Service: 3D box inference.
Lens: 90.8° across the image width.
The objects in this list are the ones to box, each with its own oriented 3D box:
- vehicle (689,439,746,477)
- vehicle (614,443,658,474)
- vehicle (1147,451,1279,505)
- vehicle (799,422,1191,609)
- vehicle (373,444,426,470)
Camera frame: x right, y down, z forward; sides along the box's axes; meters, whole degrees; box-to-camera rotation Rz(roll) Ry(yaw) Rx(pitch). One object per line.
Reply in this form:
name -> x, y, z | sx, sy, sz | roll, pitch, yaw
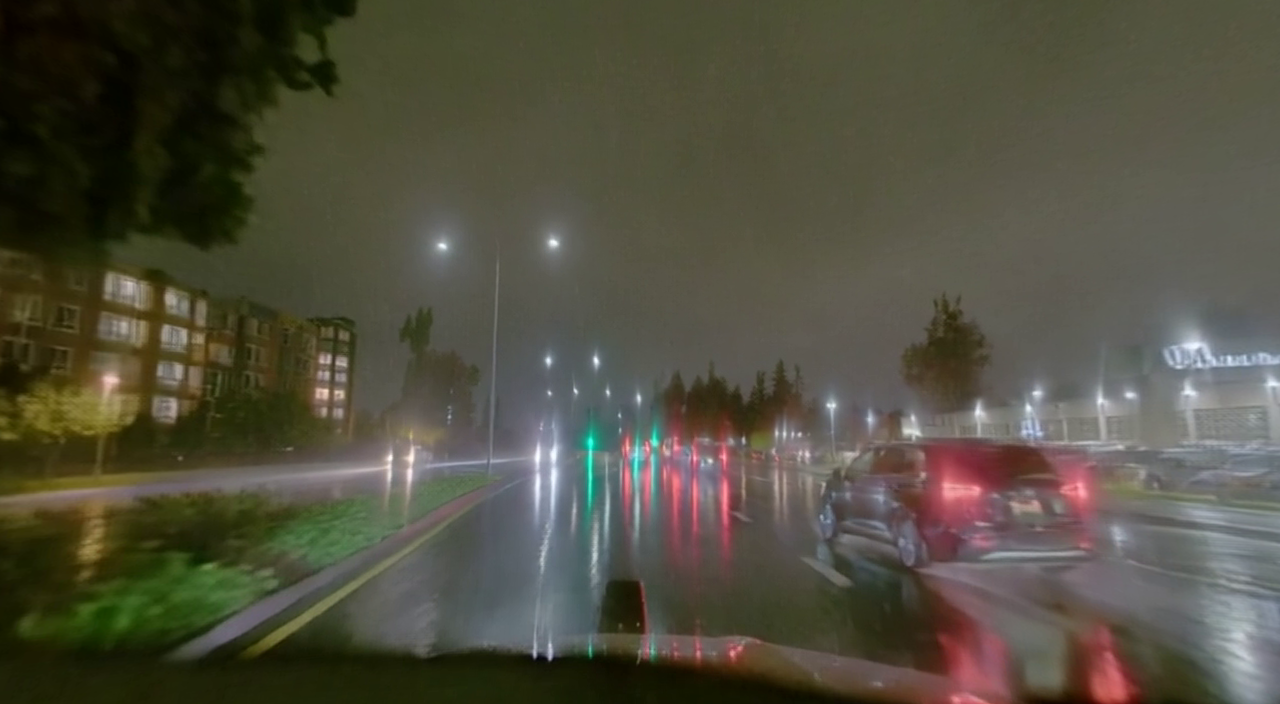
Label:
vehicle -> 3.511, 4.944, 29.623 | 2.041, 1.611, 4.426 | 0, -8, -1
vehicle -> -0.261, 5.367, 32.094 | 2.095, 1.456, 3.873 | 0, -8, -1
vehicle -> 17.647, 3.721, 19.008 | 4.099, 1.413, 1.978 | 4, -9, -25
vehicle -> 3.529, 1.698, 7.611 | 1.953, 1.514, 4.672 | 0, -8, -1
vehicle -> -16.262, 7.083, 42.962 | 1.920, 1.635, 4.261 | 0, -8, 0
